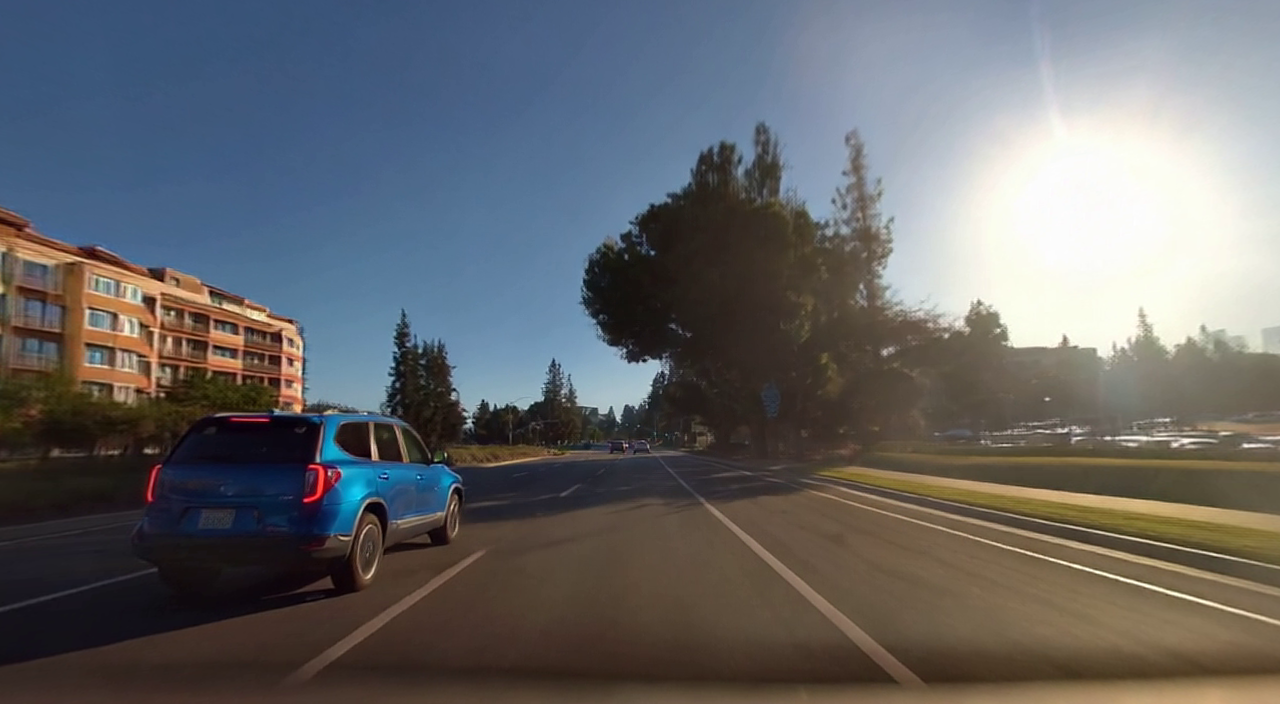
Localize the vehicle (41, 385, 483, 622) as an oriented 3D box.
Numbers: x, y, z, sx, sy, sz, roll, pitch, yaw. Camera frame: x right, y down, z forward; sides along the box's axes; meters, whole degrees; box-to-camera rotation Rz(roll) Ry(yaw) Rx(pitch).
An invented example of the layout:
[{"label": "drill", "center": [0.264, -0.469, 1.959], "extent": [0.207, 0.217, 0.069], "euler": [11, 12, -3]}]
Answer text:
[{"label": "vehicle", "center": [-3.317, 1.430, 6.894], "extent": [2.033, 1.713, 4.503], "euler": [0, -8, 0]}]
